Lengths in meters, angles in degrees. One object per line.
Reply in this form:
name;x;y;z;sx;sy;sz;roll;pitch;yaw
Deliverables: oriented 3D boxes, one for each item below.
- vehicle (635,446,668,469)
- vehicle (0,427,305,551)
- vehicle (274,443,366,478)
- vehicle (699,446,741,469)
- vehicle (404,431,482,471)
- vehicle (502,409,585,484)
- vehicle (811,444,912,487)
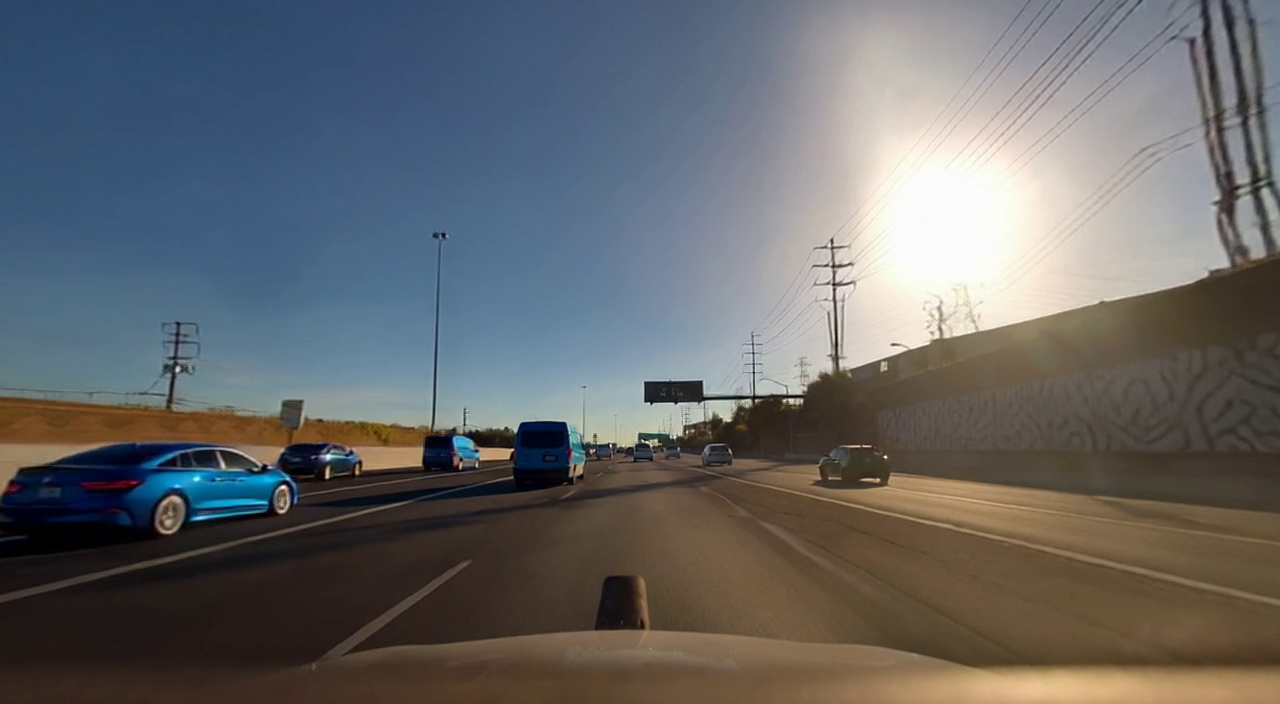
vehicle;0.761;7.406;44.416;2.084;1.492;4.137;0;-9;-2
vehicle;-7.609;2.065;10.176;1.967;1.525;4.458;0;-9;-1
vehicle;-15.037;5.120;29.927;1.937;1.523;4.708;0;-9;0
vehicle;5.574;7.453;44.517;2.095;1.504;4.536;0;-9;-3
vehicle;-11.482;5.863;37.308;2.596;2.162;6.328;0;-9;0
vehicle;-3.729;3.840;25.595;2.395;2.660;5.827;0;-9;0
vehicle;8.242;4.259;23.954;2.052;1.470;4.364;0;-9;-3
